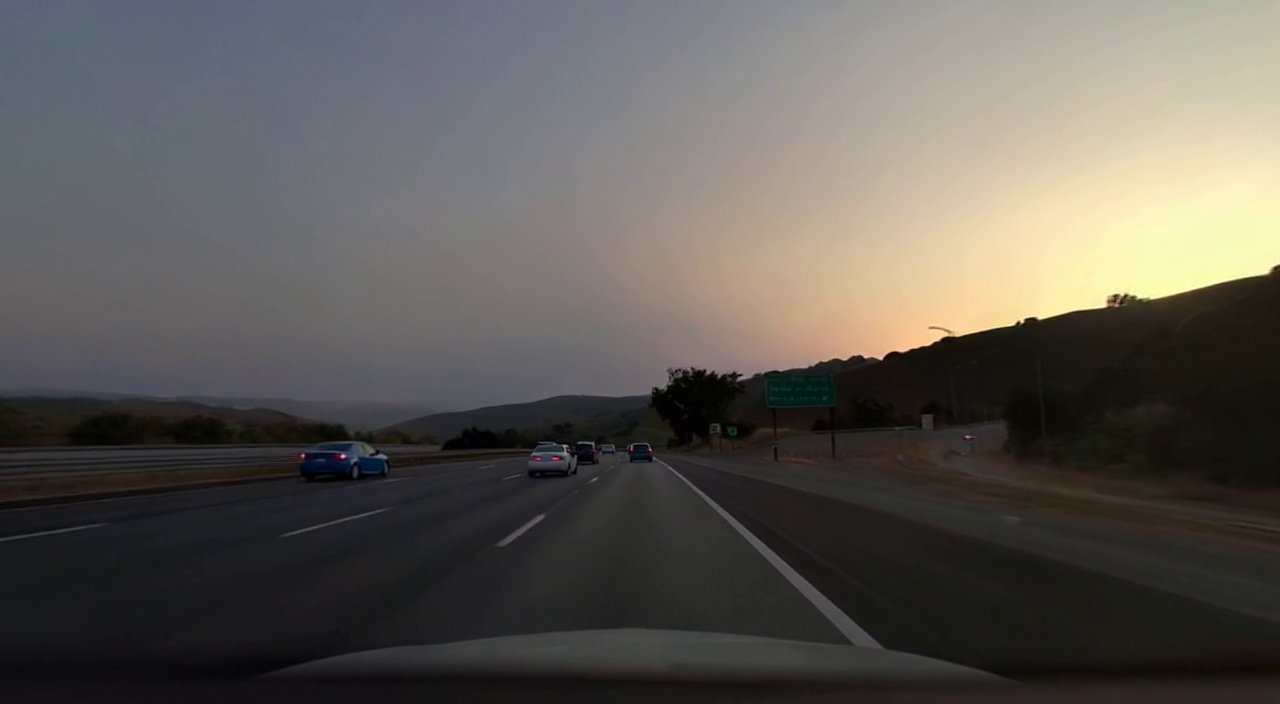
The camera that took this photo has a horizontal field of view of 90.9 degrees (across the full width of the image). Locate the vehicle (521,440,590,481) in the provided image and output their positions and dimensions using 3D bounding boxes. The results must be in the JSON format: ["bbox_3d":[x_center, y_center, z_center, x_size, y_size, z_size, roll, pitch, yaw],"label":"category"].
[{"bbox_3d":[-3.316,4.377,25.739,2.080,1.505,4.649,-1,-8,2],"label":"vehicle"}]

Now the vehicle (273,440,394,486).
[{"bbox_3d":[-11.120,4.042,23.374,1.945,1.466,4.947,-1,-8,1],"label":"vehicle"}]

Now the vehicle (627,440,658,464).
[{"bbox_3d":[0.207,7.295,46.171,2.138,1.674,4.044,-1,-8,1],"label":"vehicle"}]
